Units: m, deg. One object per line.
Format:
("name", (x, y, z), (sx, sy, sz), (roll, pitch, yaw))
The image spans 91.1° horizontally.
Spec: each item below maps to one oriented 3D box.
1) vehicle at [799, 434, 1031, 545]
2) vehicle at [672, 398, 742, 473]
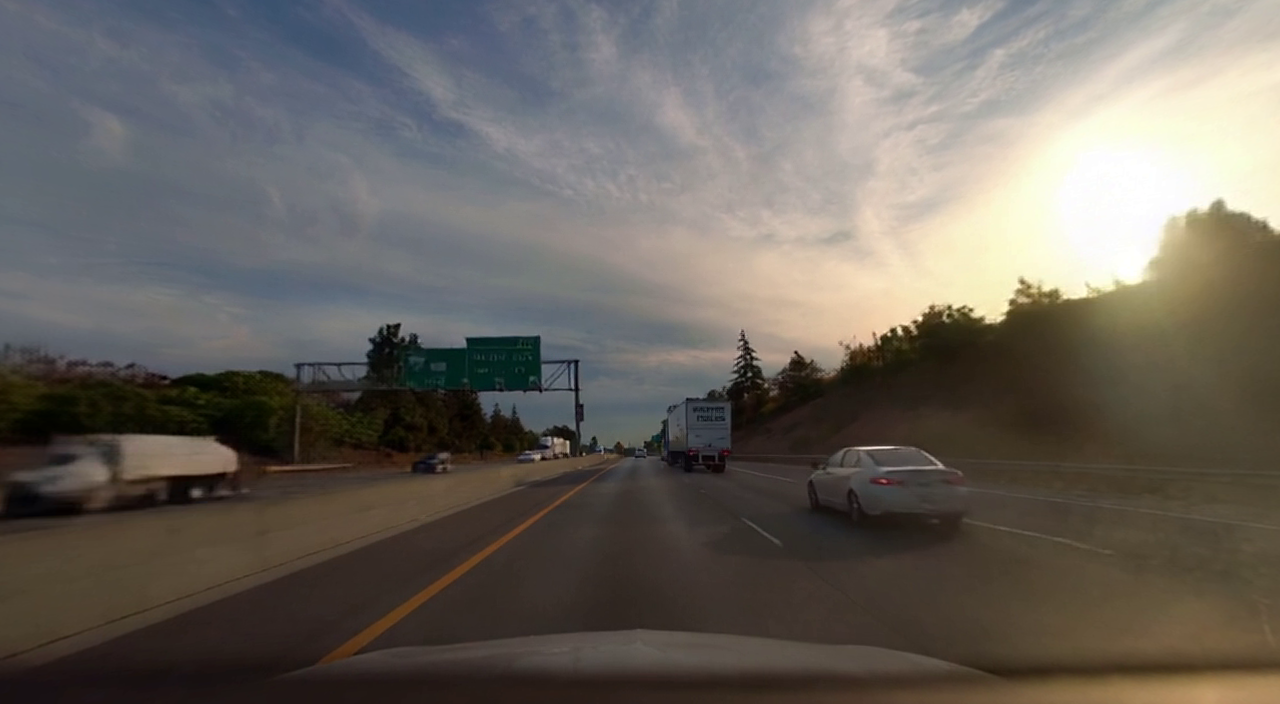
("vehicle", (4.219, 2.174, 10.546), (1.917, 1.471, 4.149), (0, -9, -1))
("vehicle", (3.965, 5.642, 41.199), (2.926, 4.060, 14.068), (0, -9, 0))
